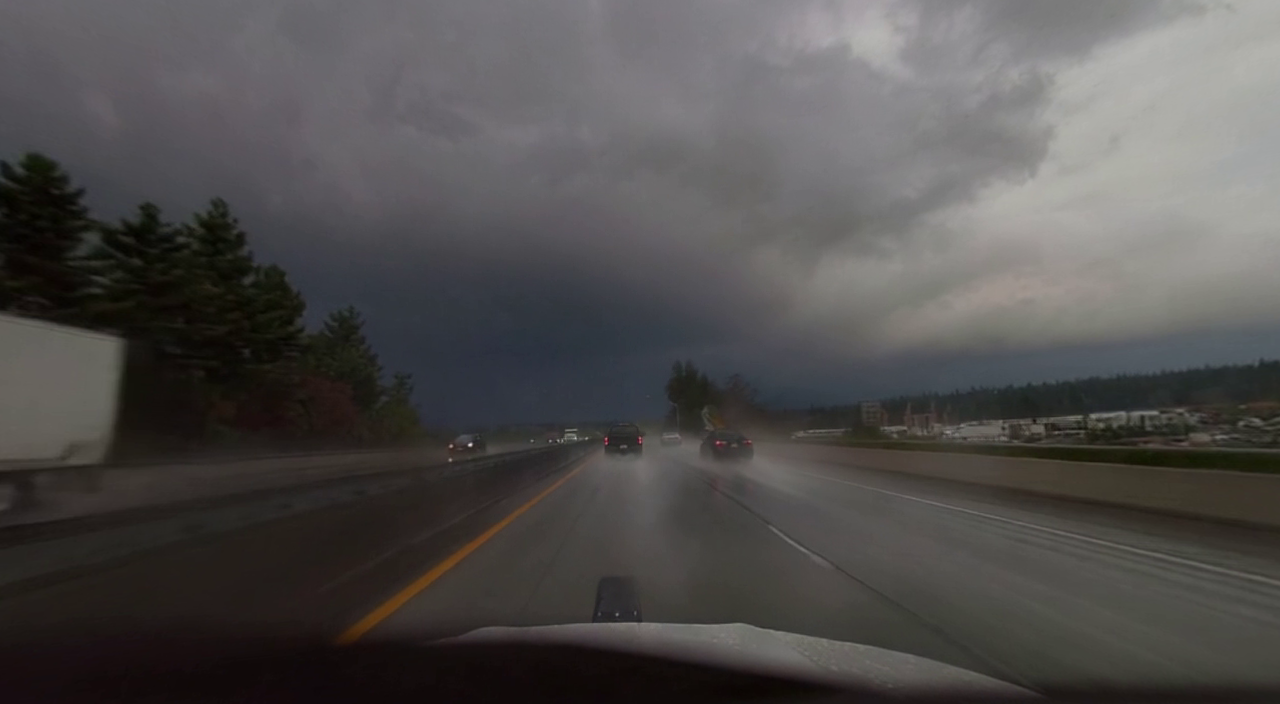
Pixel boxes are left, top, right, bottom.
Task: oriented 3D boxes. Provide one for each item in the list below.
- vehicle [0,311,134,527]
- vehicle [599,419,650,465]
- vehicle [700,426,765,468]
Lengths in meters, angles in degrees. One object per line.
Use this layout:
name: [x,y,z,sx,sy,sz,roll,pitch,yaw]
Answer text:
vehicle: [-13.549,0.720,7.898,3.084,4.047,14.012,0,-8,-1]
vehicle: [-0.760,4.312,30.275,2.270,2.044,4.633,0,-8,-2]
vehicle: [3.772,3.961,26.428,1.981,1.606,3.956,0,-8,-2]
